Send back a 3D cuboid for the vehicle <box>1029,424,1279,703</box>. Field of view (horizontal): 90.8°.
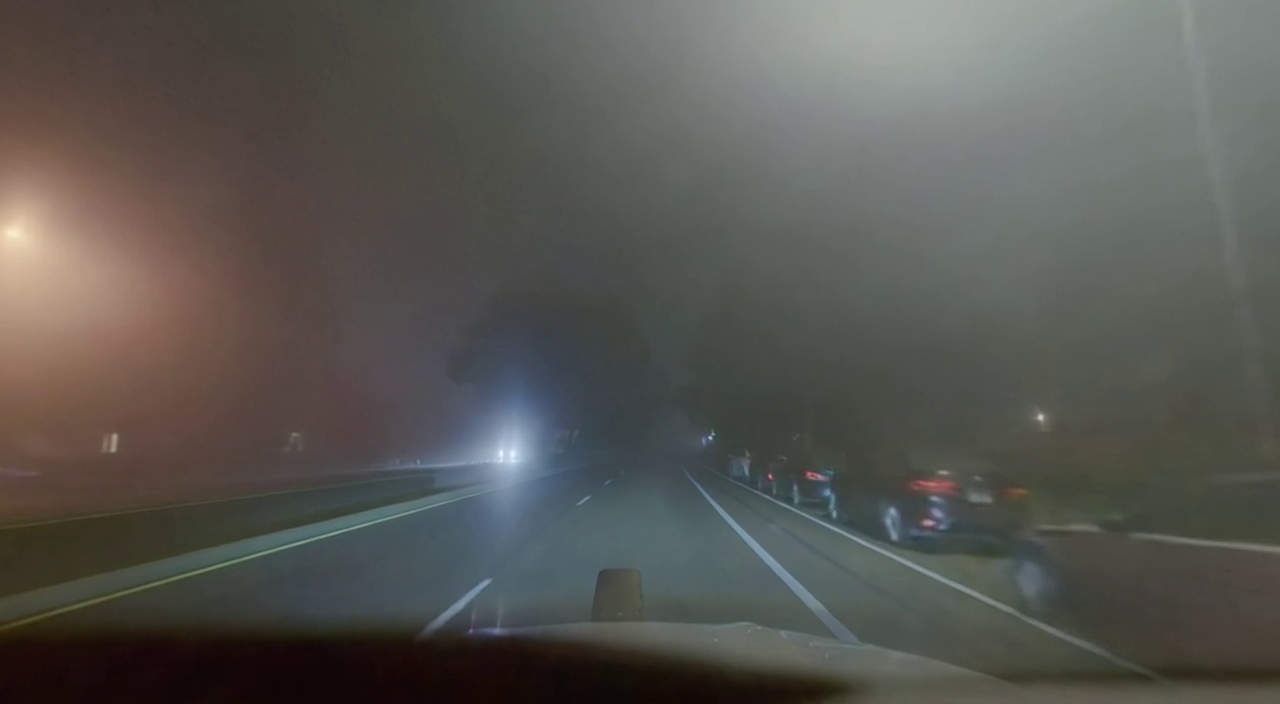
[{"bbox_3d":[4.164,1.074,2.867,1.930,1.490,4.604,0,-9,1],"label":"vehicle"}]

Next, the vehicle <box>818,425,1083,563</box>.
[{"bbox_3d":[4.125,1.941,9.382,1.825,1.525,4.417,0,-9,2],"label":"vehicle"}]
